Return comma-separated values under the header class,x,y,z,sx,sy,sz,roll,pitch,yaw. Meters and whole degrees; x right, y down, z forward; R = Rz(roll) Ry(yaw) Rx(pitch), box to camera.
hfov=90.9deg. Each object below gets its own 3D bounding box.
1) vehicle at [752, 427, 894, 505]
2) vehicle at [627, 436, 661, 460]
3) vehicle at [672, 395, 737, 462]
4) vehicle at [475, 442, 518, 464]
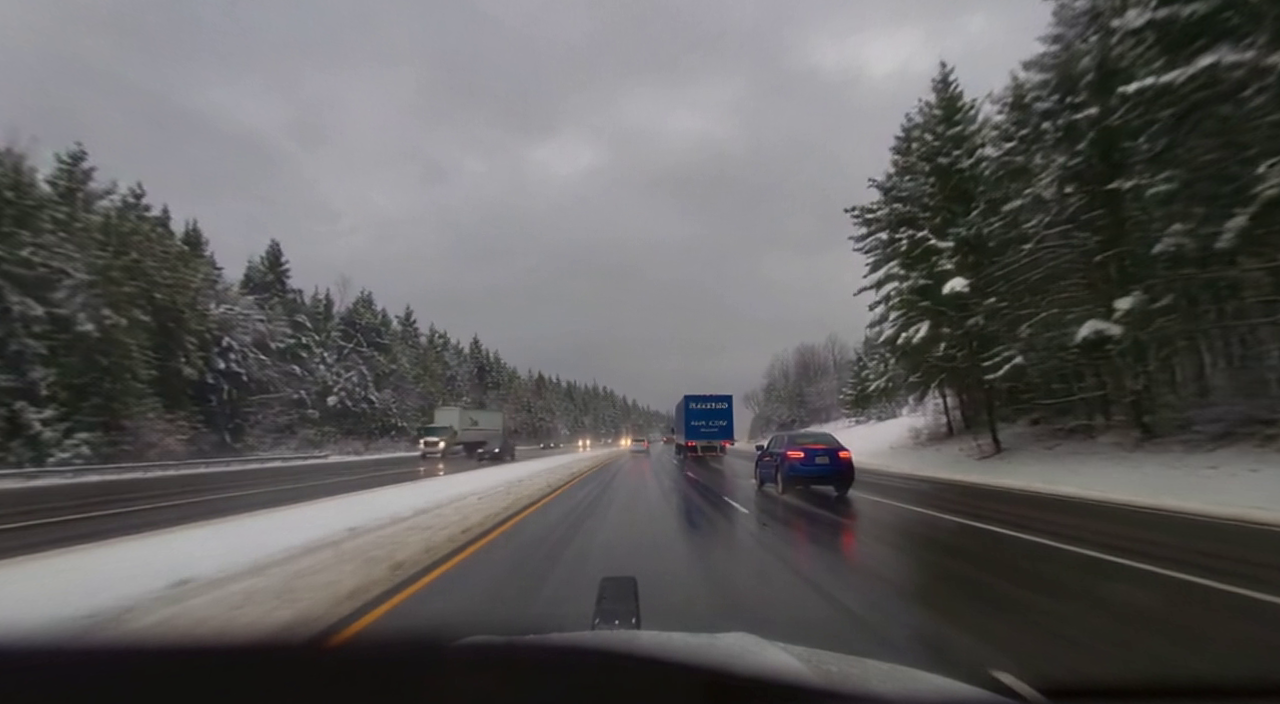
class,x,y,z,sx,sy,sz,roll,pitch,yaw
vehicle,4.159,2.640,15.158,2.028,1.573,4.207,0,-8,-2
vehicle,0.293,6.503,42.966,2.209,1.499,4.144,0,-8,0
vehicle,4.248,5.543,44.958,3.171,4.072,13.784,0,-8,0
vehicle,-10.264,7.258,45.375,2.010,1.426,4.364,0,-8,1
